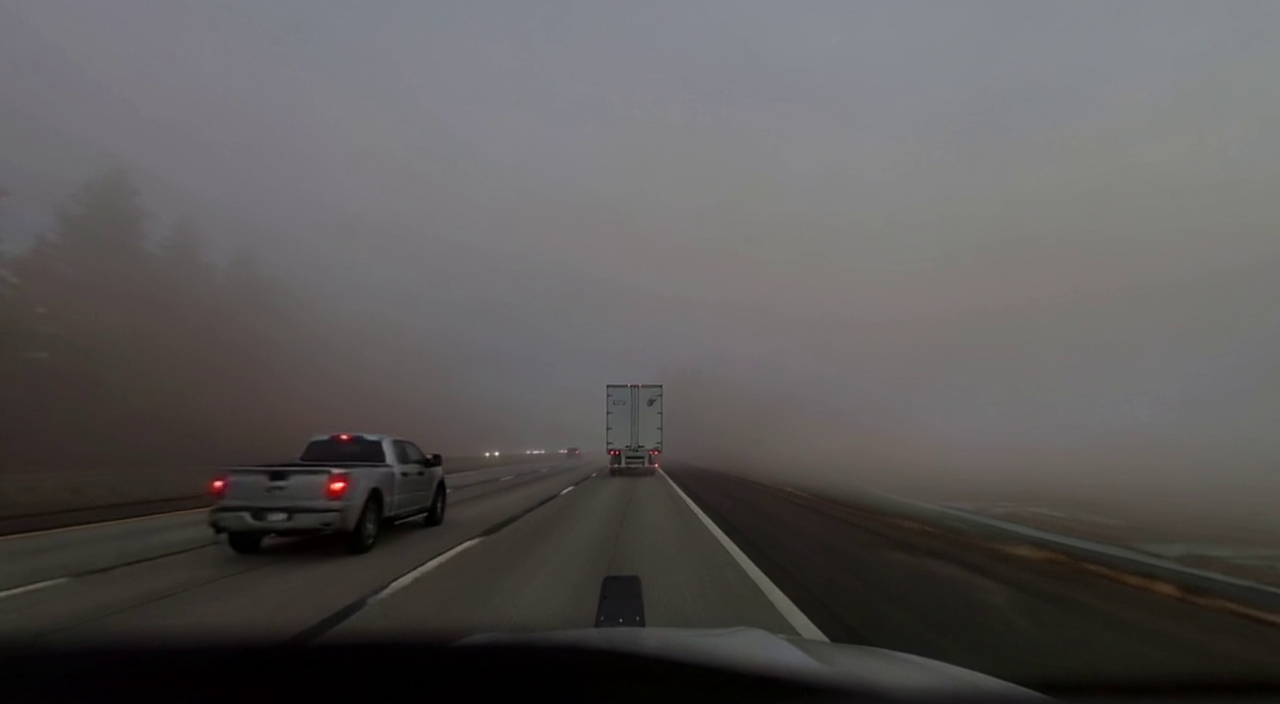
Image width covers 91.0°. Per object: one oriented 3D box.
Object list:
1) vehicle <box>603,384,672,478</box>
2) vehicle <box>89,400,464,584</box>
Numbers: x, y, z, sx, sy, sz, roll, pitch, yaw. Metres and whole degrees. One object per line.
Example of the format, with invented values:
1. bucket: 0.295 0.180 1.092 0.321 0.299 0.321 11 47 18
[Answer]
1. vehicle: -0.179 4.318 33.509 3.052 4.132 11.336 0 -9 -1
2. vehicle: -4.368 1.785 8.906 2.285 1.833 4.984 0 -9 0
